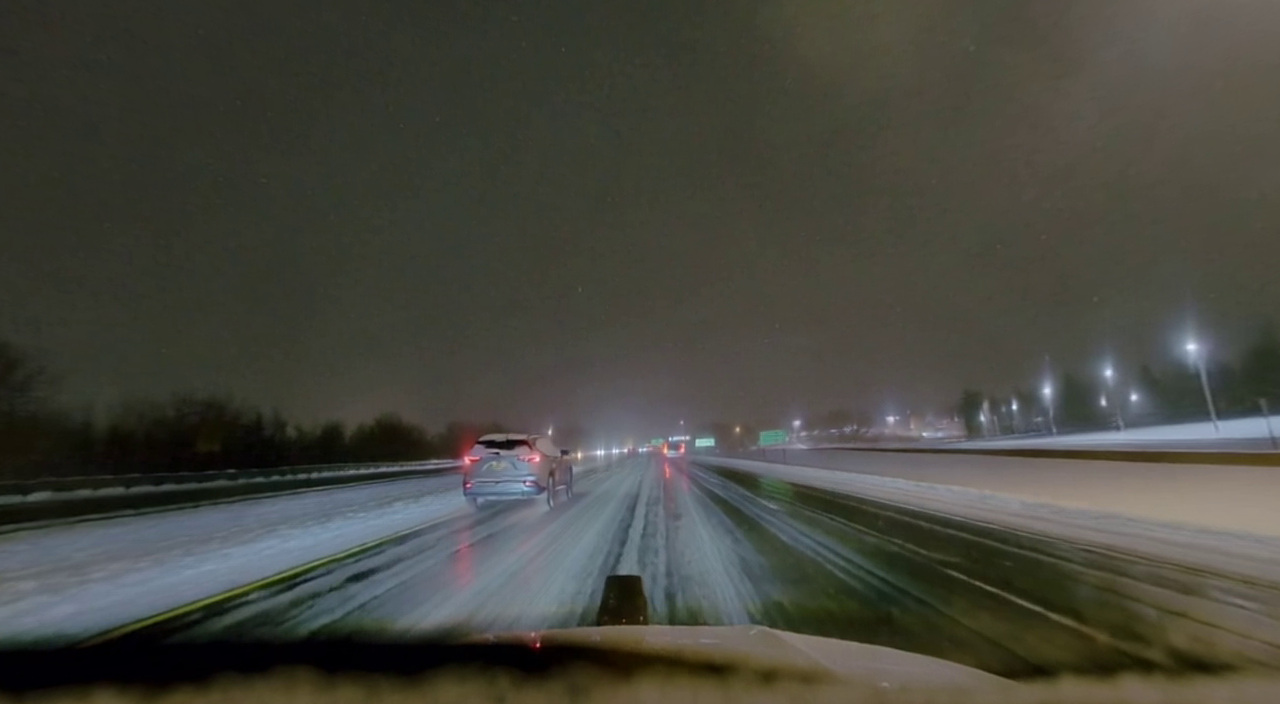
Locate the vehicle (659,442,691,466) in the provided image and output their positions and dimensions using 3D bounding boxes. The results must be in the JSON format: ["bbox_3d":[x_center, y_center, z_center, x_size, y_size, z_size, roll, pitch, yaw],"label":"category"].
[{"bbox_3d":[2.436,7.151,44.384,2.073,1.621,3.993,-1,-9,1],"label":"vehicle"}]

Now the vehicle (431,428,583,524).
[{"bbox_3d":[-2.595,2.574,13.615,2.143,1.693,4.513,-1,-9,2],"label":"vehicle"}]
